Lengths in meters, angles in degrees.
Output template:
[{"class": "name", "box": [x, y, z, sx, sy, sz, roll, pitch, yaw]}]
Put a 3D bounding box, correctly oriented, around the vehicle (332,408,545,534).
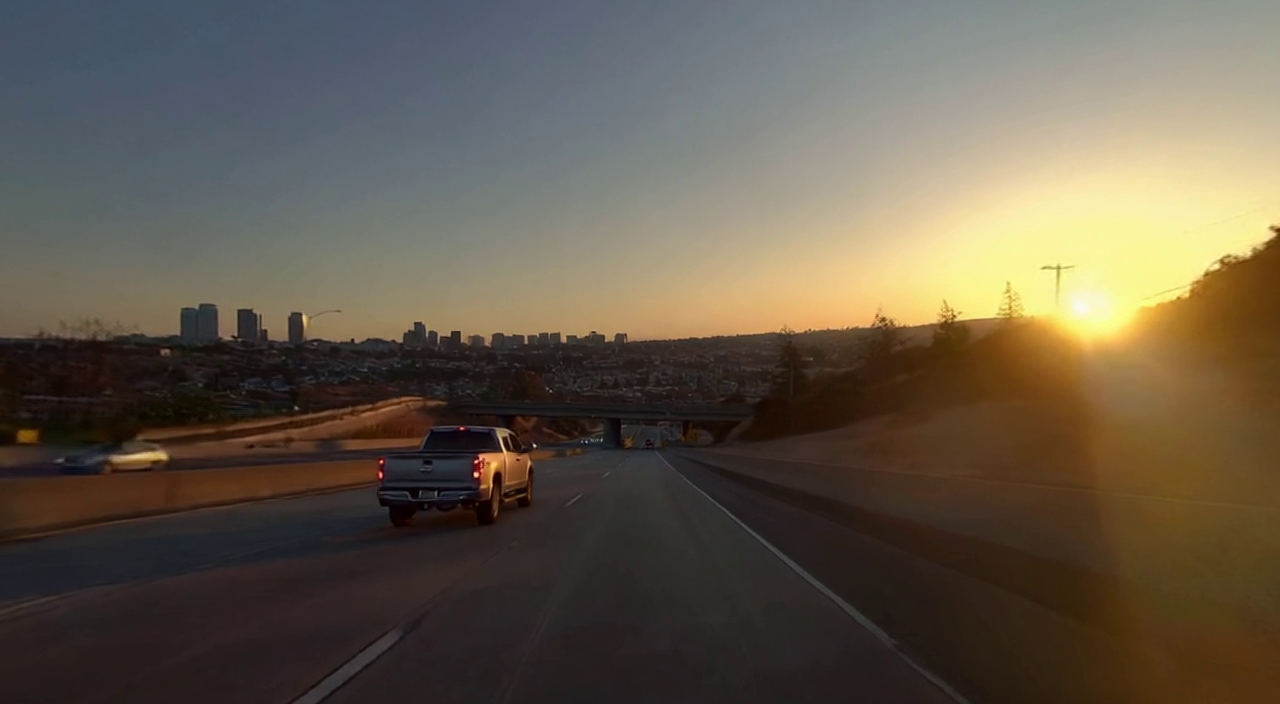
[{"class": "vehicle", "box": [-3.555, 2.262, 12.635, 2.350, 1.932, 5.562, 0, -8, 1]}]
